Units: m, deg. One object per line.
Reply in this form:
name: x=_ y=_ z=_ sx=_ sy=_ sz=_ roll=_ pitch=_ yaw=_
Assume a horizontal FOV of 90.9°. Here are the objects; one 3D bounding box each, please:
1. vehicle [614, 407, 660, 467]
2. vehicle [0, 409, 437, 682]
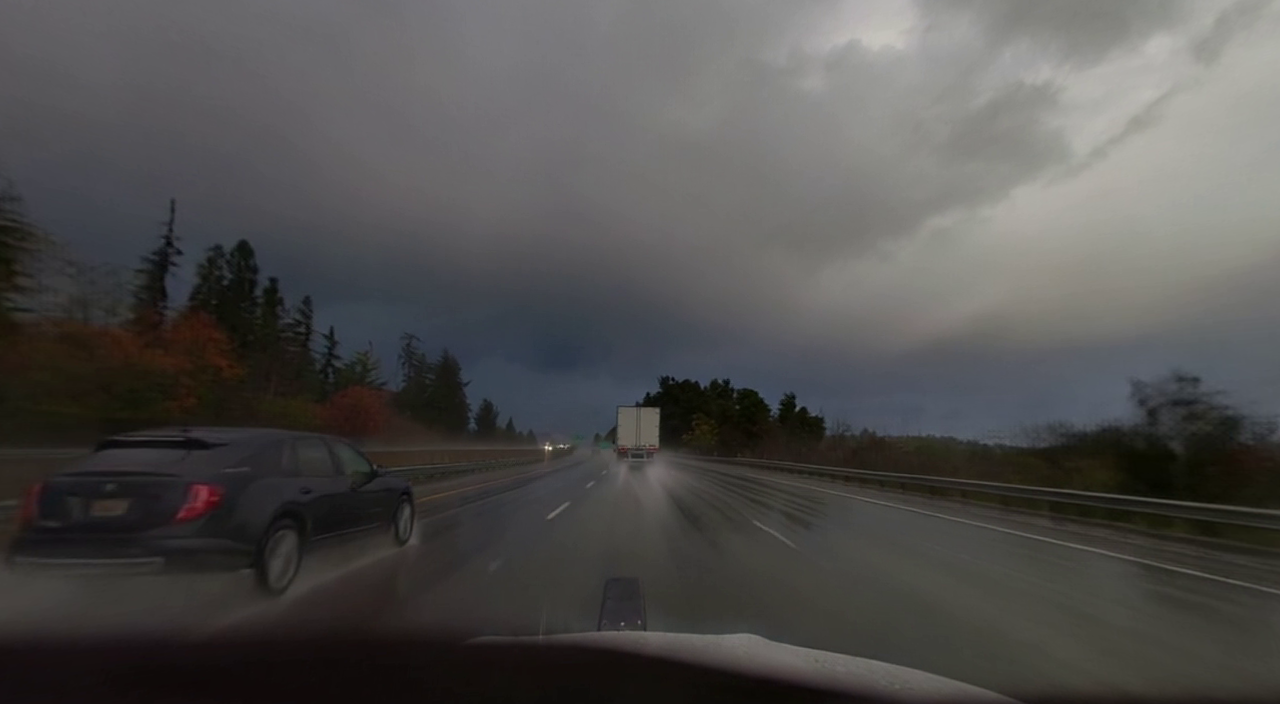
vehicle: x=-0.431 y=6.468 z=47.126 sx=2.962 sy=3.953 sz=10.696 roll=0 pitch=-9 yaw=-3
vehicle: x=-3.754 y=1.437 z=5.918 sx=2.080 sy=1.488 sz=4.781 roll=0 pitch=-9 yaw=0
